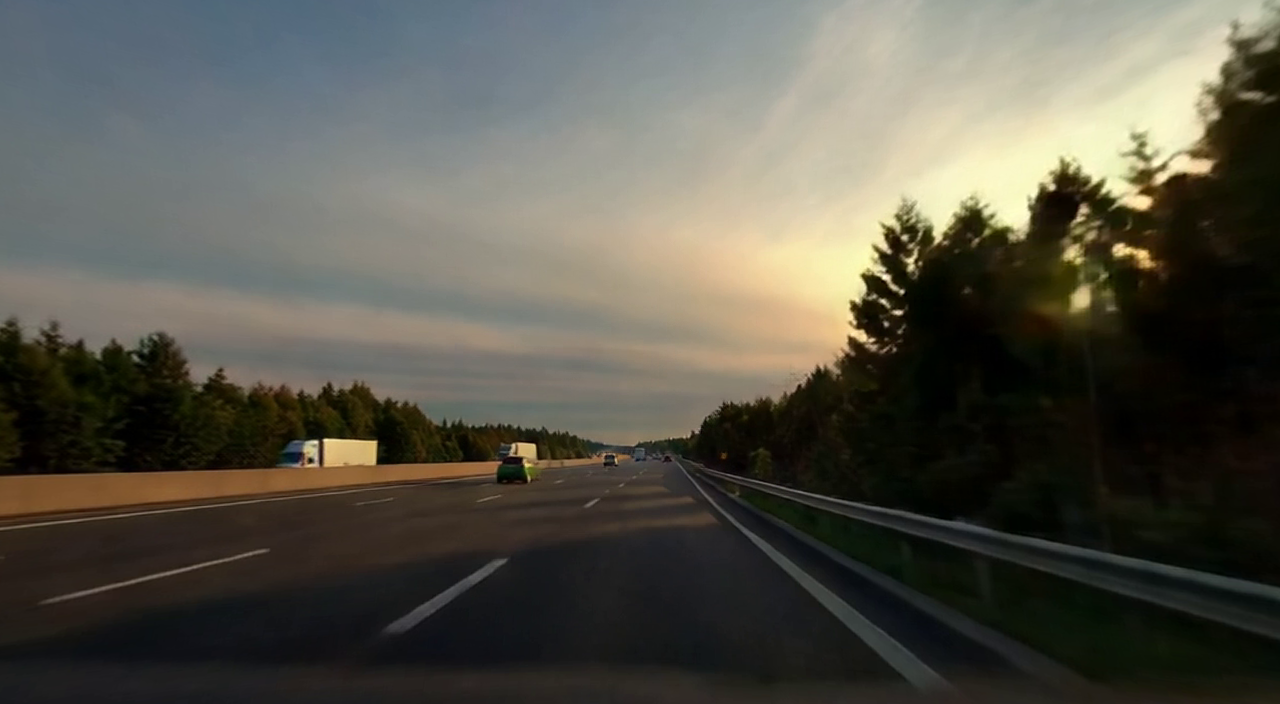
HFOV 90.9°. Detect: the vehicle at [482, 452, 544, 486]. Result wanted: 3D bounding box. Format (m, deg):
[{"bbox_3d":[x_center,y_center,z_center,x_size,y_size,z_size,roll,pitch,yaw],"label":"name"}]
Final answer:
[{"bbox_3d":[-6.304,5.863,31.833,1.996,1.579,4.439,-1,-9,3],"label":"vehicle"}]
